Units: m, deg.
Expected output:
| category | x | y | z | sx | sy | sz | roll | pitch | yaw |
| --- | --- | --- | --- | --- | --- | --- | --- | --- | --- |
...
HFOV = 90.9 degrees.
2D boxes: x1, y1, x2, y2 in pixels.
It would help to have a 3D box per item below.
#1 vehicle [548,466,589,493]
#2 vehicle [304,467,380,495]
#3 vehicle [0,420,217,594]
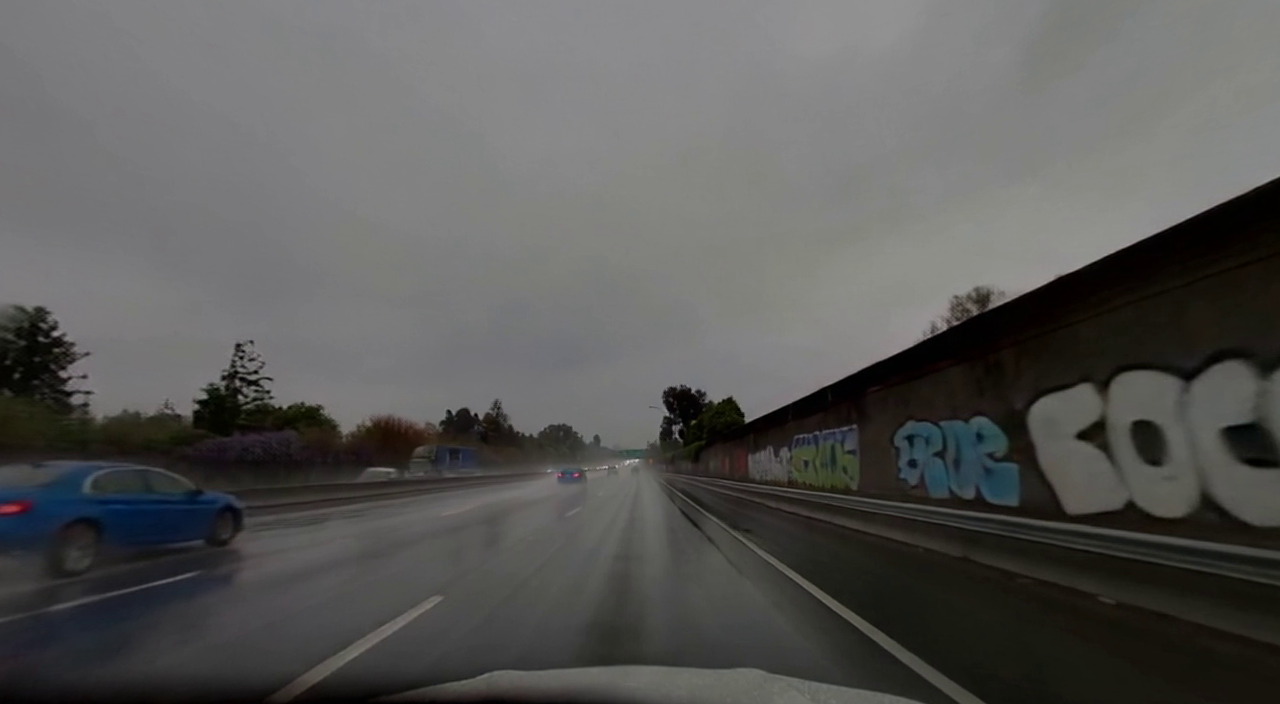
| category | x | y | z | sx | sy | sz | roll | pitch | yaw |
| --- | --- | --- | --- | --- | --- | --- | --- | --- | --- |
| vehicle | -4.097 | 7.436 | 36.778 | 1.941 | 1.437 | 3.829 | 1 | -11 | 0 |
| vehicle | -15.542 | 6.747 | 33.109 | 1.857 | 1.311 | 4.379 | 1 | -11 | 0 |
| vehicle | -7.180 | 1.612 | 6.772 | 2.124 | 1.630 | 4.416 | 1 | -11 | 0 |
